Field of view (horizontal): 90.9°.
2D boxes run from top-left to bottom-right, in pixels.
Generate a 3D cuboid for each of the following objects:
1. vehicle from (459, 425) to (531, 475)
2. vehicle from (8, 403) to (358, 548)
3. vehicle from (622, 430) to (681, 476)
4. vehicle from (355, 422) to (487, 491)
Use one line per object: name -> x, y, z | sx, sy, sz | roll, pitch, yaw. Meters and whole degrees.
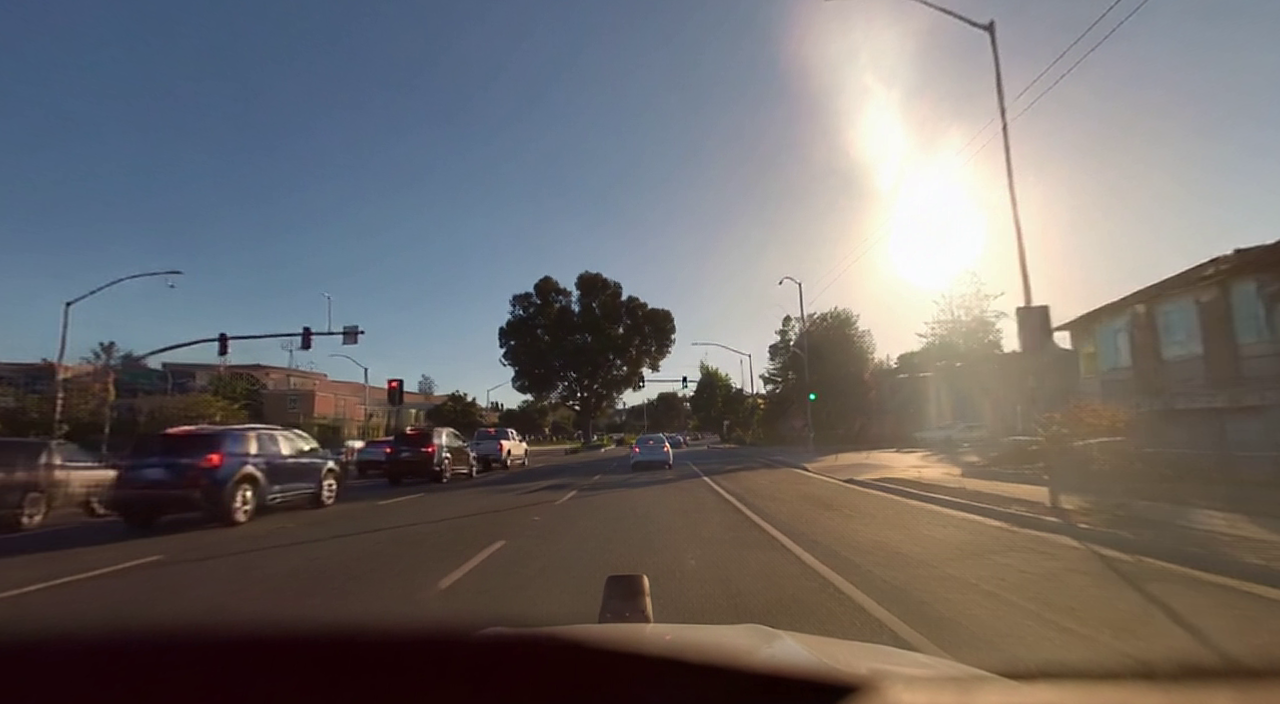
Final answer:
vehicle -> -6.386, 4.411, 28.425 | 2.316, 2.014, 5.215 | 0, -9, -3
vehicle -> -6.892, 1.920, 10.464 | 1.951, 1.809, 4.917 | 0, -9, 2
vehicle -> 0.478, 4.055, 25.418 | 2.197, 1.682, 3.642 | 0, -9, 2
vehicle -> -6.595, 3.219, 19.718 | 2.111, 1.864, 4.932 | 0, -9, 3
